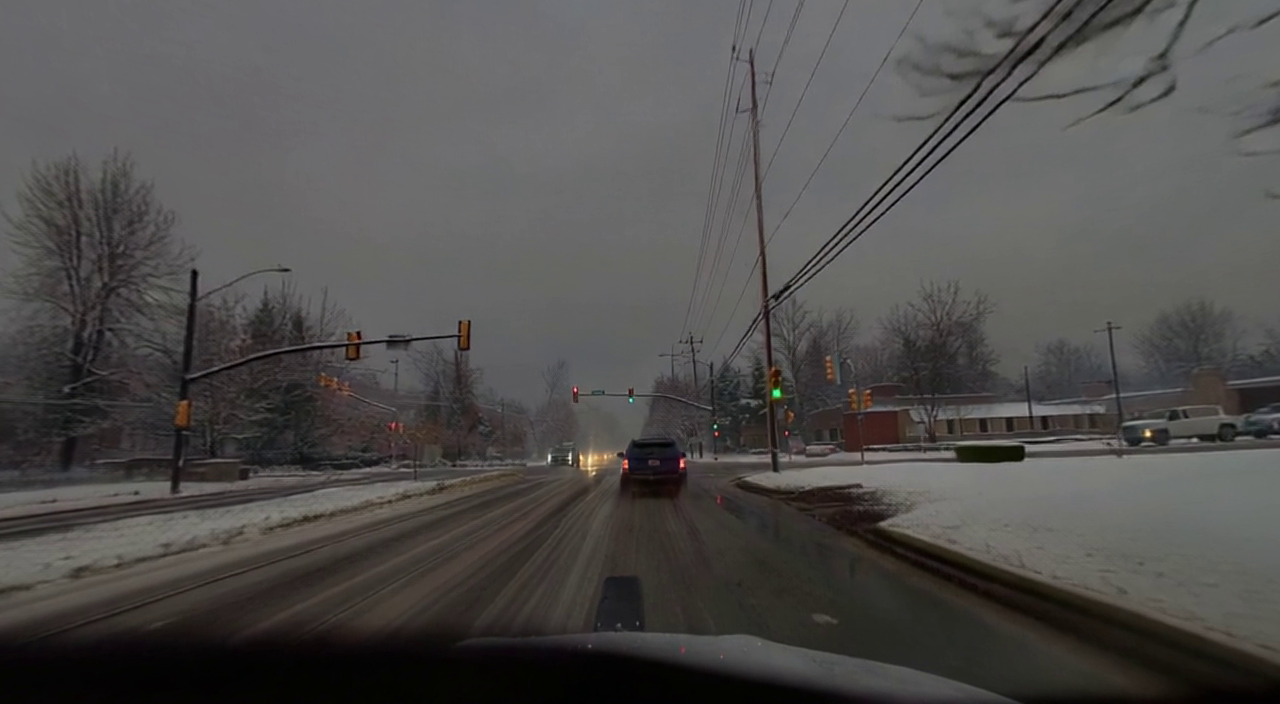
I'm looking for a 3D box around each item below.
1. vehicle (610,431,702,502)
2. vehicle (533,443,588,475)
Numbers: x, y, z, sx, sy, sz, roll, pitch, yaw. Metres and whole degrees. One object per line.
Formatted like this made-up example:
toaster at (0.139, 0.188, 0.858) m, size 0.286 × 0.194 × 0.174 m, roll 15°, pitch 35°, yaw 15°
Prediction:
vehicle at (0.370, 2.974, 16.810) m, size 2.156 × 1.636 × 3.923 m, roll 0°, pitch -9°, yaw 0°
vehicle at (-3.871, 5.287, 31.536) m, size 2.153 × 1.474 × 4.284 m, roll 0°, pitch -9°, yaw 1°
